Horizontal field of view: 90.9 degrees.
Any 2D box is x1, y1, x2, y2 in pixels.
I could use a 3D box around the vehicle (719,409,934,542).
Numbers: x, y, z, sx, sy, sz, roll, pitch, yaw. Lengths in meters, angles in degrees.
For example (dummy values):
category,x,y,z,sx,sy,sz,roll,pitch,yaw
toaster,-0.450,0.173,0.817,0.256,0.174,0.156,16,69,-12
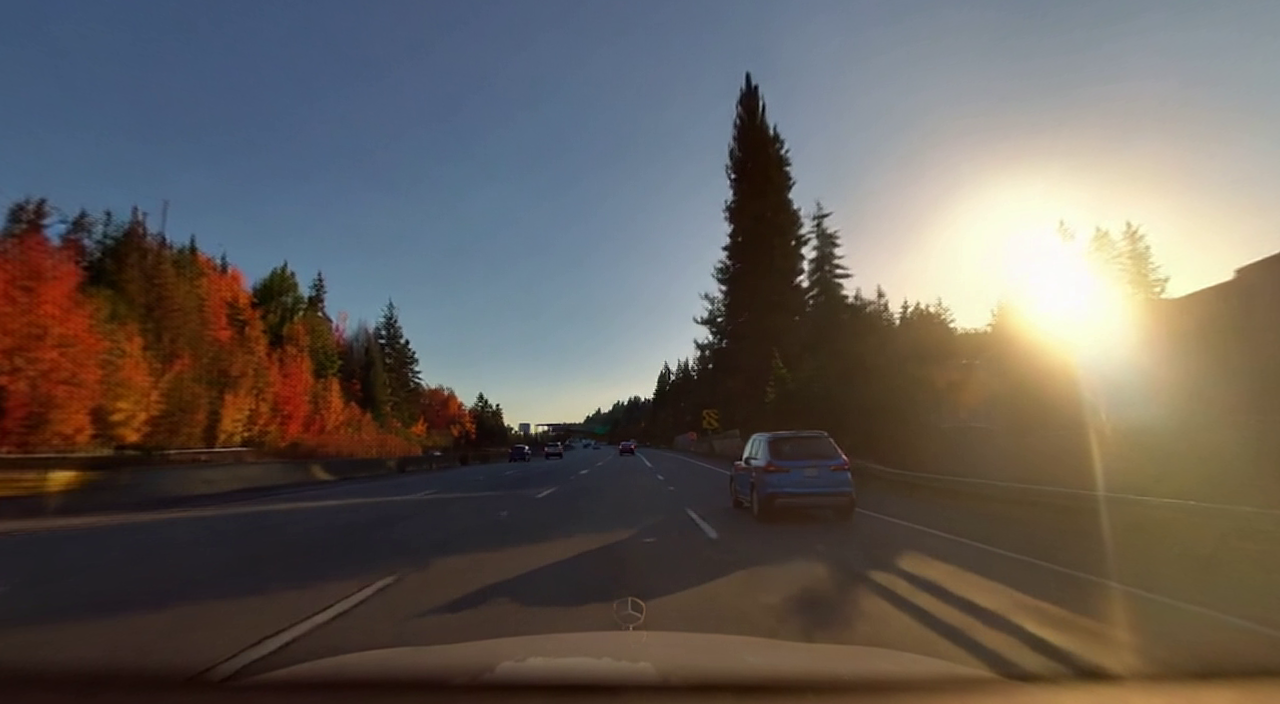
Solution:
category,x,y,z,sx,sy,sz,roll,pitch,yaw
vehicle,2.670,1.905,10.290,2.120,1.706,4.226,0,-8,-1
